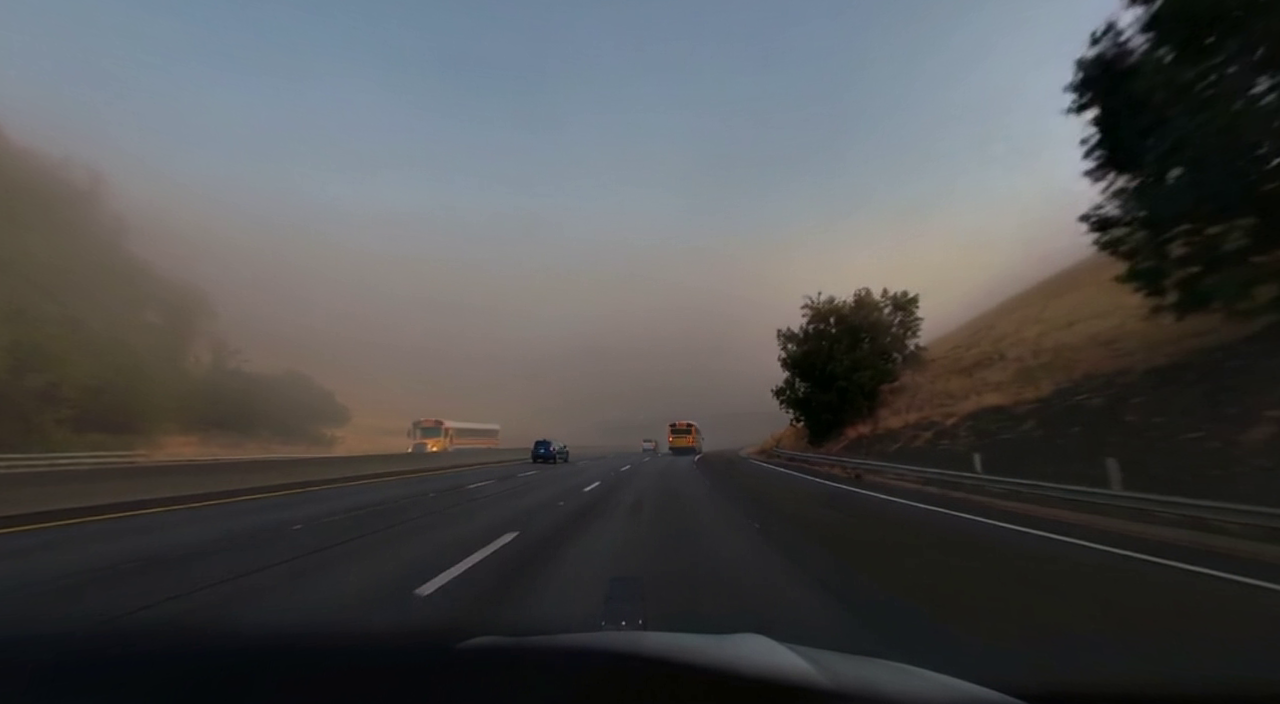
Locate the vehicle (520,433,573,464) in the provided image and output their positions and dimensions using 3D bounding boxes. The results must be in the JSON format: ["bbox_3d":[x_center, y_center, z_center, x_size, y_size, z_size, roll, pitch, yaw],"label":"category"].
[{"bbox_3d":[-5.526,5.791,37.980,2.106,1.704,4.637,-1,-8,5],"label":"vehicle"}]
